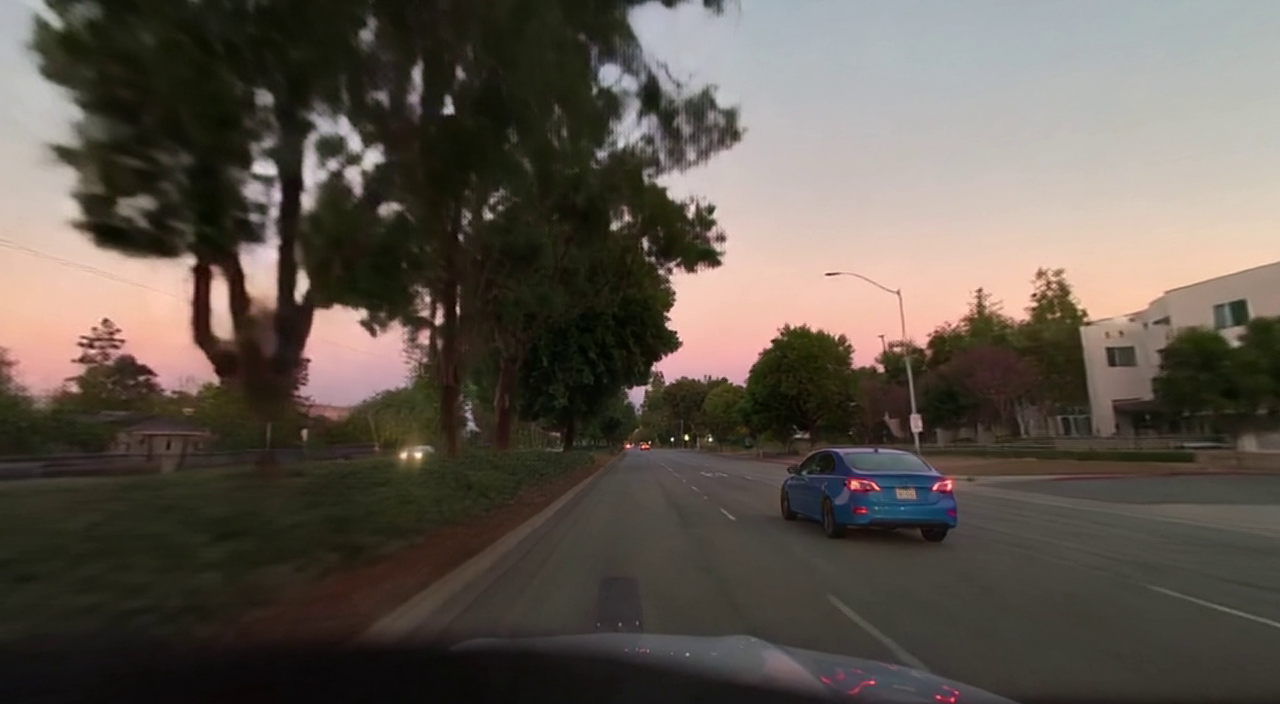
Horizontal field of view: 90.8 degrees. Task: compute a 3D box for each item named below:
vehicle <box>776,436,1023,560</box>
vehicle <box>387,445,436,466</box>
[{"bbox_3d":[3.609,2.083,9.820,1.950,1.473,4.259,0,-8,-1],"label":"vehicle"},{"bbox_3d":[-17.114,7.754,47.620,1.921,1.466,4.804,0,-8,0],"label":"vehicle"}]
